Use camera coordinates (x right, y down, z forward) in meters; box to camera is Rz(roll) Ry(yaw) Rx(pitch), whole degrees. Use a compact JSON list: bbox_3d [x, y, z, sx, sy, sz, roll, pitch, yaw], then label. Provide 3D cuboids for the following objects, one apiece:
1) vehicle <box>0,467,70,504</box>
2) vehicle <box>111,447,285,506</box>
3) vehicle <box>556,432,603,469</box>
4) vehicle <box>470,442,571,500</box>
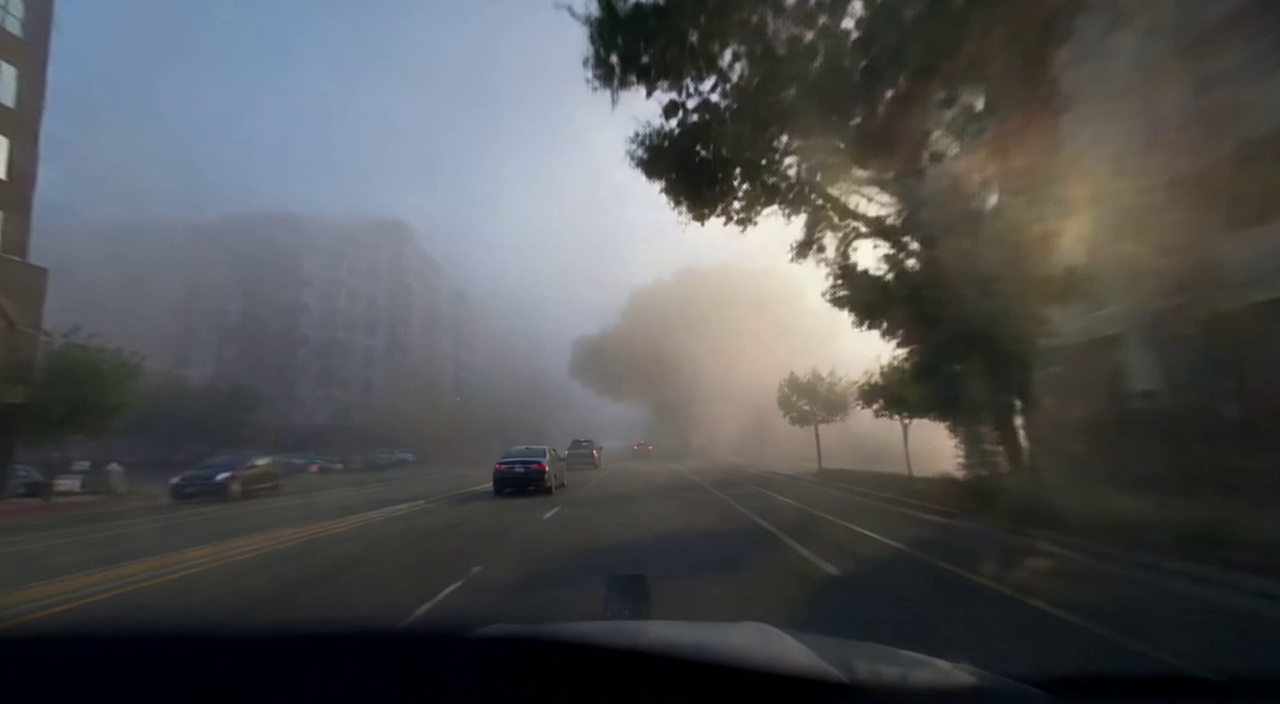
[{"bbox_3d":[-28.116,5.873,27.871,3.891,1.483,1.884,0,-9,0],"label":"vehicle"},{"bbox_3d":[-13.868,3.887,20.240,2.036,1.649,4.664,-1,-9,3],"label":"vehicle"},{"bbox_3d":[-3.333,5.580,35.812,2.152,1.987,4.527,0,-9,1],"label":"vehicle"},{"bbox_3d":[-3.157,3.240,17.596,1.959,1.406,4.272,0,-9,0],"label":"vehicle"}]
